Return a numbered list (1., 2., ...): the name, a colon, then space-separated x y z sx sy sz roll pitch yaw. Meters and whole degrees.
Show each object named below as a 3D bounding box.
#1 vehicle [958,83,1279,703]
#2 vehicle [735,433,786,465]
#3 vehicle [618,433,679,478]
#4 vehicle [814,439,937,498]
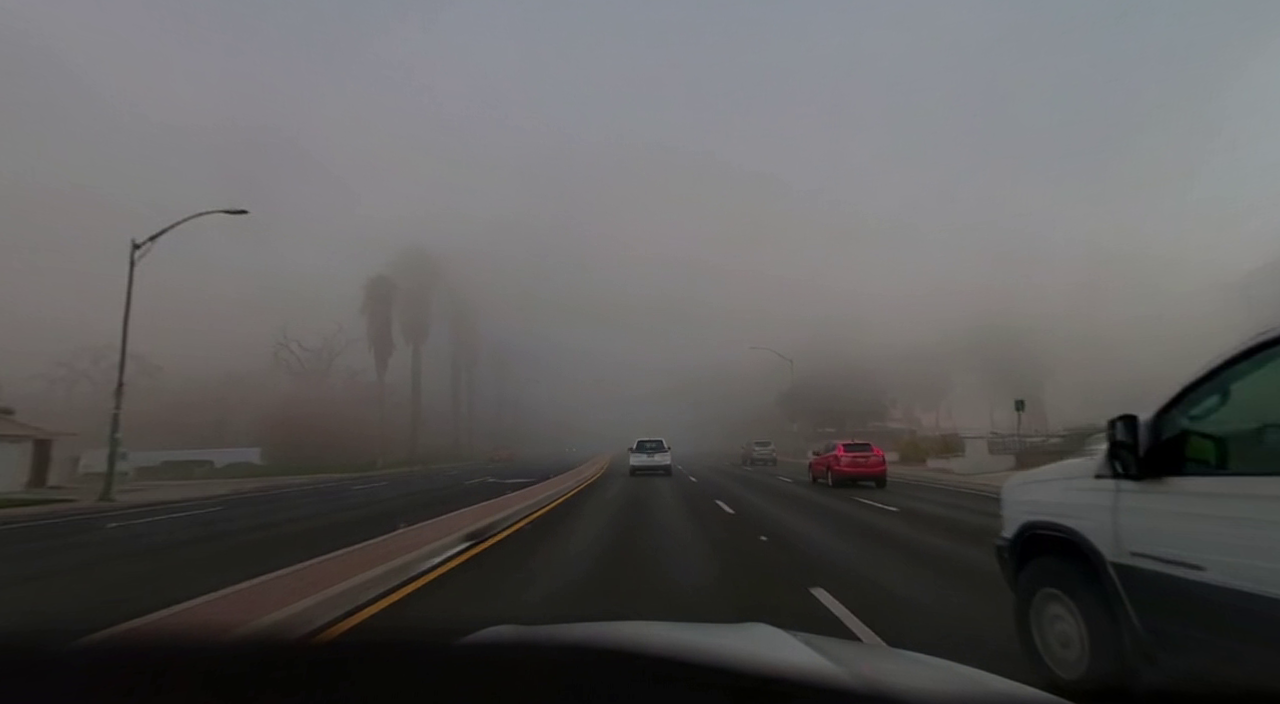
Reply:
1. vehicle: 3.263 0.258 1.050 2.268 2.584 6.049 0 -8 0
2. vehicle: 8.105 6.604 43.149 2.436 2.010 5.595 0 -8 1
3. vehicle: 0.337 4.213 25.867 2.289 1.679 4.180 0 -8 0
4. vehicle: 6.602 3.269 18.224 1.897 1.477 4.360 0 -8 0
